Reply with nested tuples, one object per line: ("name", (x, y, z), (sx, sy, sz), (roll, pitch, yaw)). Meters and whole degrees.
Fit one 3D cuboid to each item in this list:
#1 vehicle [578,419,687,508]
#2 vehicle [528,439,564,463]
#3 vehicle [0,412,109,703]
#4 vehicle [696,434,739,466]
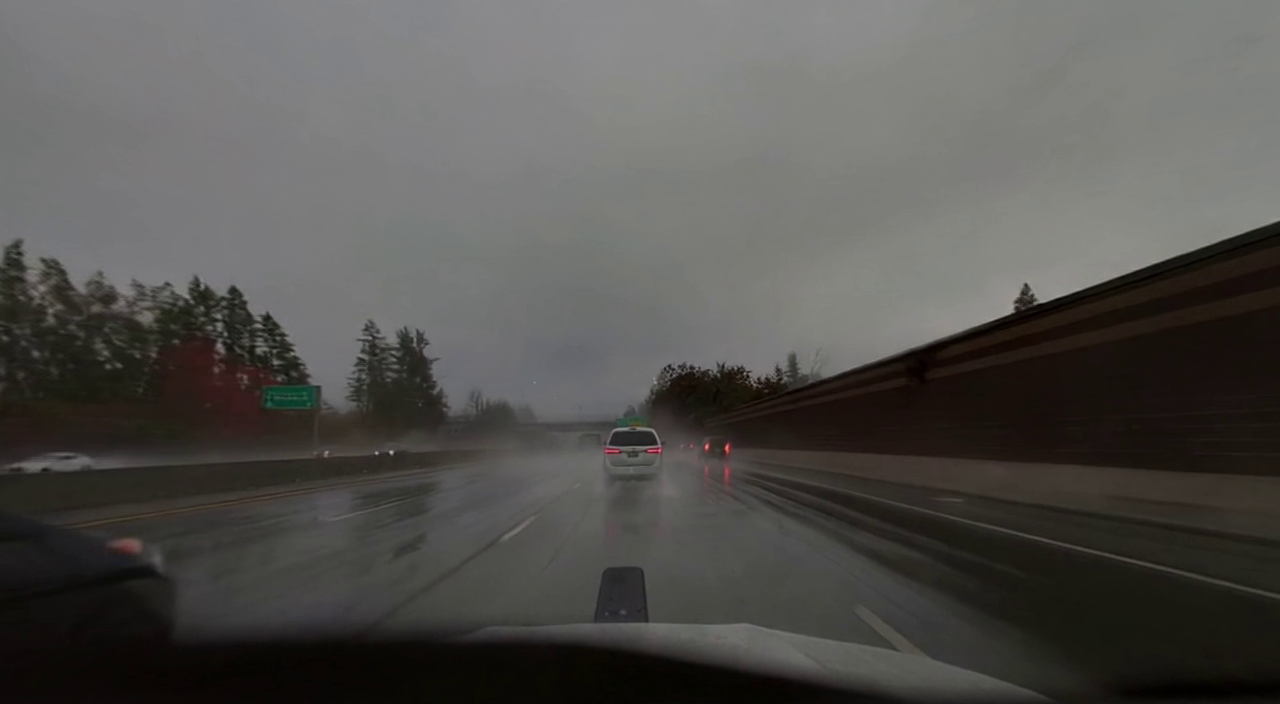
("vehicle", (-0.141, 2.595, 15.061), (2.233, 1.804, 4.273), (0, -9, 0))
("vehicle", (-7.040, 7.442, 47.625), (2.024, 1.706, 4.249), (0, -9, 1))
("vehicle", (-3.773, 0.747, 1.146), (1.967, 1.442, 4.143), (0, -9, 0))
("vehicle", (4.742, 6.052, 39.129), (2.017, 1.847, 4.299), (0, -9, -1))
